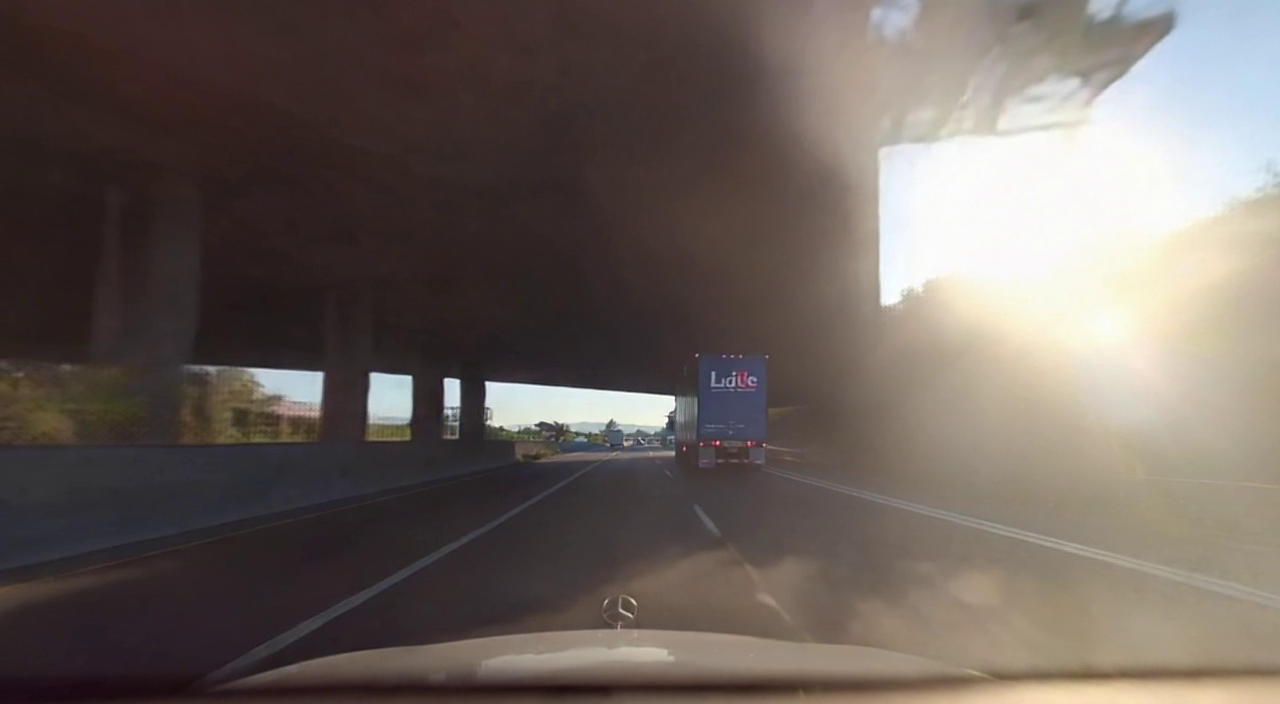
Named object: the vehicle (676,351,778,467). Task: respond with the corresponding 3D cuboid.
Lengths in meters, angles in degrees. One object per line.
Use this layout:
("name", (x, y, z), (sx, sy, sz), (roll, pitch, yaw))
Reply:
("vehicle", (3.582, 3.043, 30.252), (3.034, 4.194, 14.704), (0, -8, 1))
